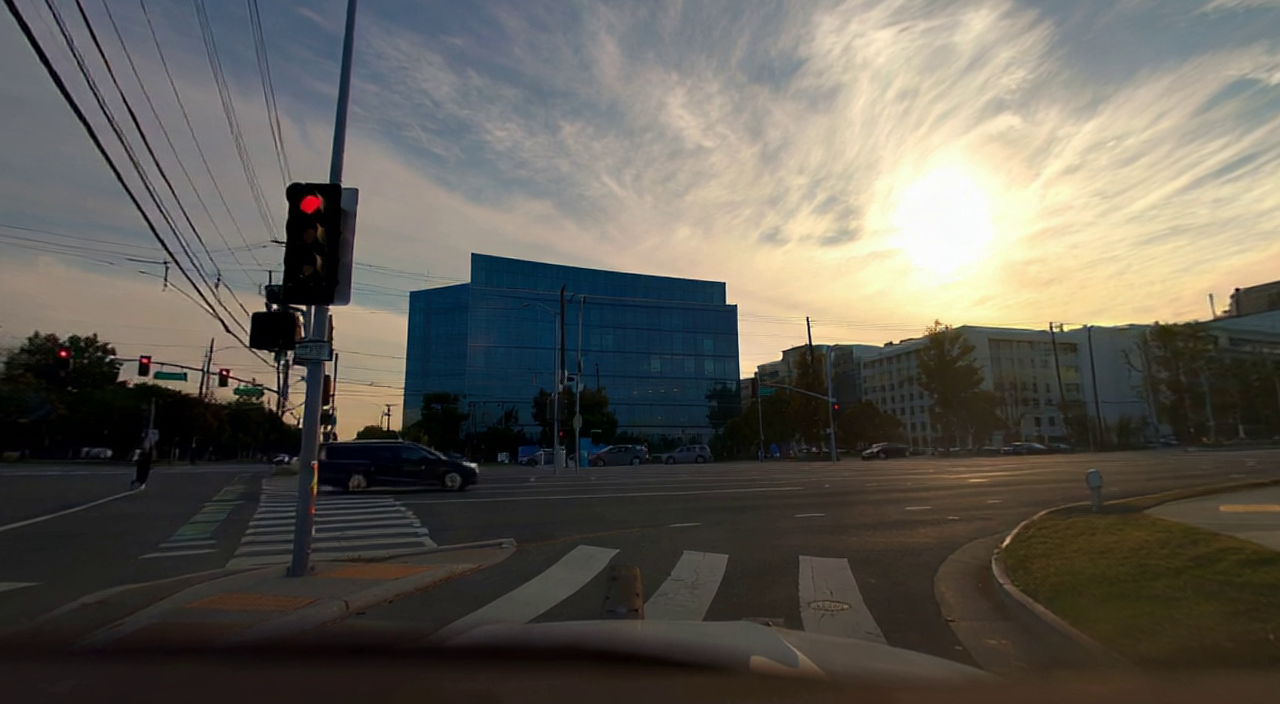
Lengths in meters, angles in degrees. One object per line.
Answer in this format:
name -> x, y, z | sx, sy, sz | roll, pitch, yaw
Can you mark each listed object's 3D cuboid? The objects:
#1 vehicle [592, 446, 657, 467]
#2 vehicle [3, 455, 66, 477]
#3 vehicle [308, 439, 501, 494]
vehicle -> -1.139, 7.549, 45.817 | 4.391, 1.451, 1.717 | 4, -9, -26
vehicle -> -46.368, 8.680, 48.474 | 2.058, 1.487, 4.660 | 4, -9, -26
vehicle -> -6.614, 3.264, 18.220 | 4.700, 1.479, 2.095 | 0, -8, 0
